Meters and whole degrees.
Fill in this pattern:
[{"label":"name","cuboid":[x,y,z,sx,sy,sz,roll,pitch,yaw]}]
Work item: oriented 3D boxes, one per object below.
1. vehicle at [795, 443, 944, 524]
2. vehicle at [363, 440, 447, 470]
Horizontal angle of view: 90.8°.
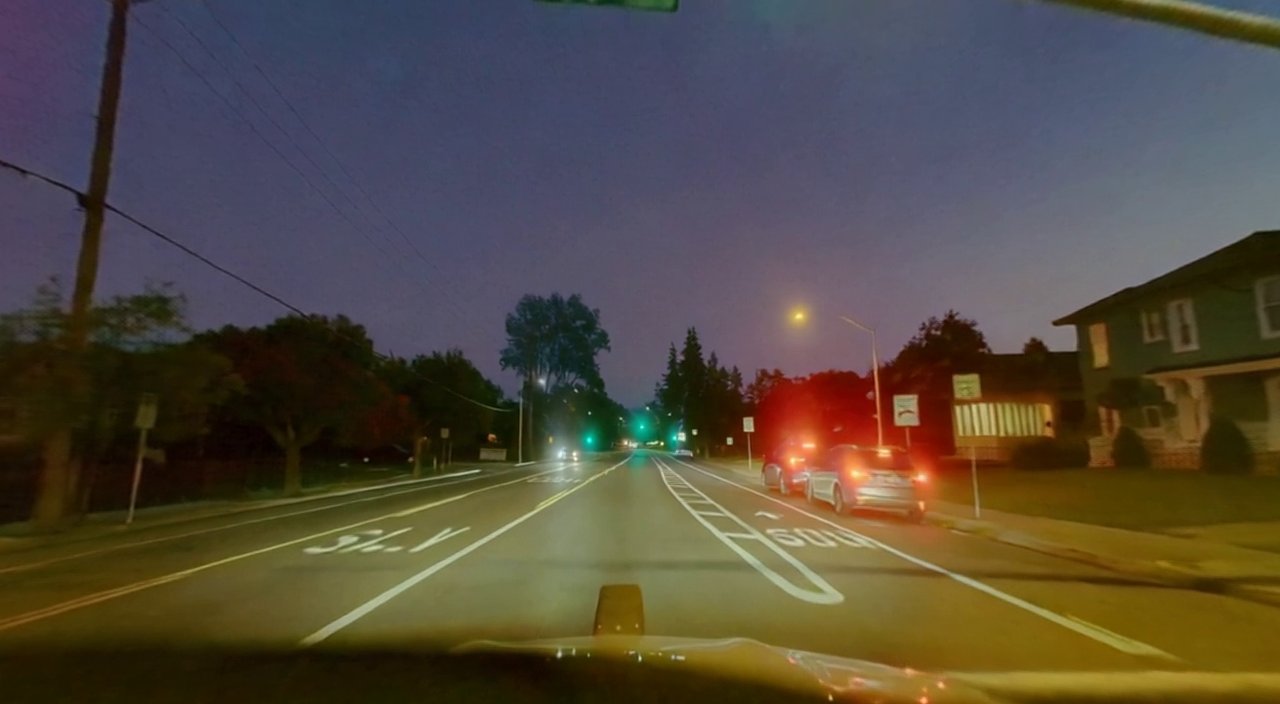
[{"label":"vehicle","cuboid":[5.168,2.974,14.961,1.891,1.611,4.269,0,-8,0]},{"label":"vehicle","cuboid":[-16.216,7.093,43.593,5.125,1.941,2.086,4,-9,-26]}]
